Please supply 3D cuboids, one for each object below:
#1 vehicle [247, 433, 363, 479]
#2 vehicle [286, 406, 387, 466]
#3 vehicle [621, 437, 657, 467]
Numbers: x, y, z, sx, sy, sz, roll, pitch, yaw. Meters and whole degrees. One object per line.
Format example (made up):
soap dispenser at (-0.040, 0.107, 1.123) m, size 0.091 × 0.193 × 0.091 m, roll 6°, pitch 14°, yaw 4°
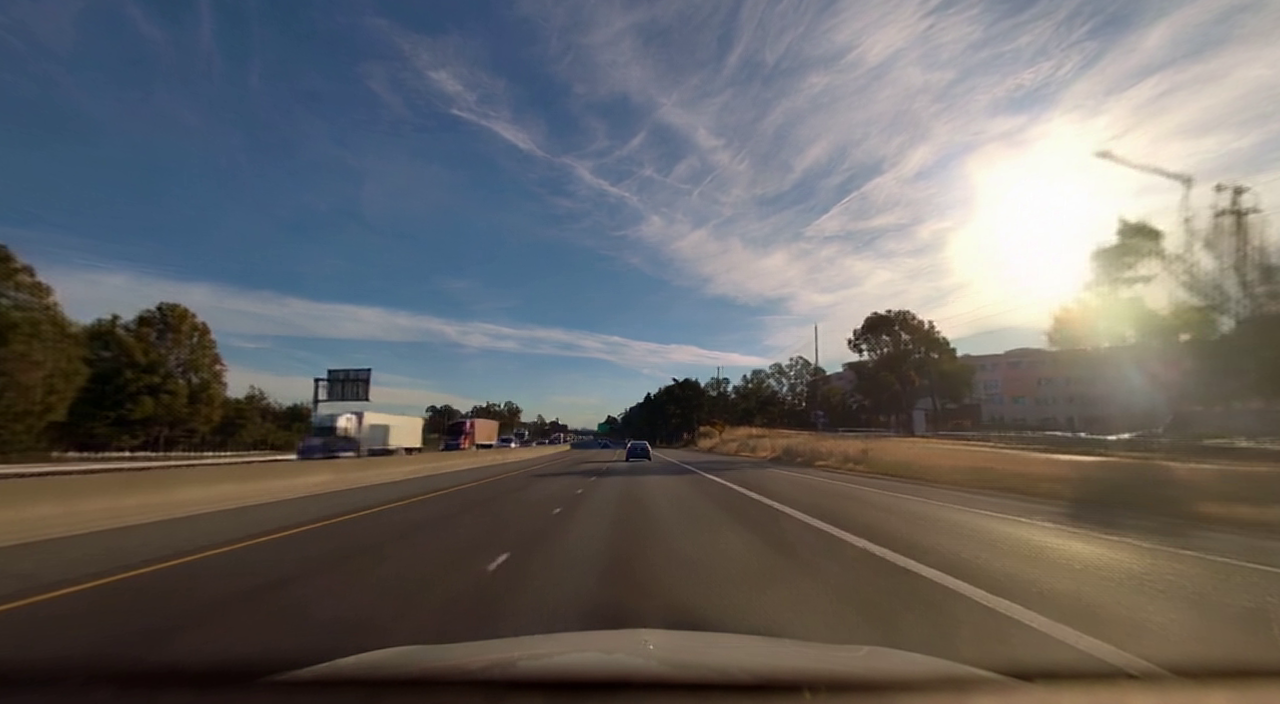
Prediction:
vehicle at (-13.568, 4.236, 25.866) m, size 2.009 × 1.680 × 5.023 m, roll 0°, pitch -8°, yaw 0°
vehicle at (-21.921, 6.203, 46.091) m, size 3.035 × 3.923 × 8.941 m, roll 0°, pitch -8°, yaw -1°
vehicle at (-0.113, 5.960, 37.614) m, size 2.029 × 1.666 × 4.064 m, roll 0°, pitch -8°, yaw -1°
